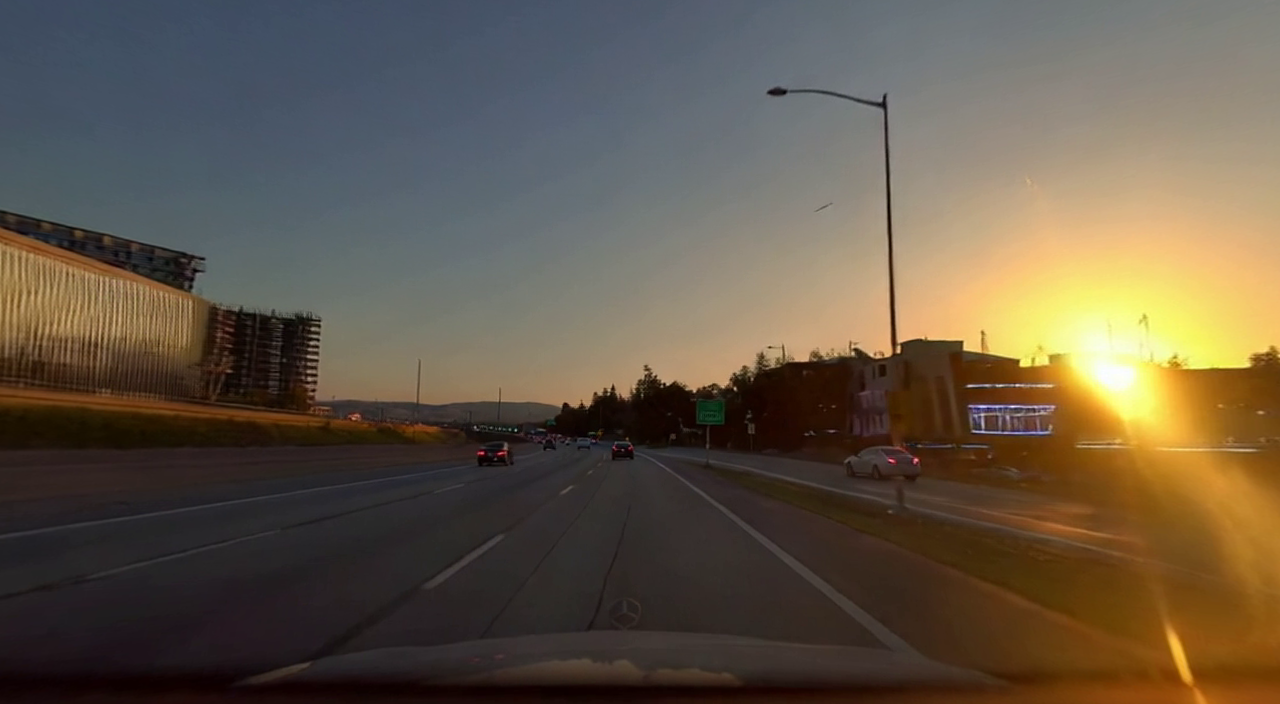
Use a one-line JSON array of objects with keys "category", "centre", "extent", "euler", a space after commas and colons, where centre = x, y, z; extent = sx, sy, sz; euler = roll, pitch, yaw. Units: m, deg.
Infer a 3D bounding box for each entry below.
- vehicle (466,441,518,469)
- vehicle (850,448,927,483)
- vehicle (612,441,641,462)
[{"category": "vehicle", "centre": [-8.372, 5.854, 36.156], "extent": [2.009, 1.454, 4.250], "euler": [0, -9, -1]}, {"category": "vehicle", "centre": [13.739, 6.269, 35.194], "extent": [2.023, 1.782, 4.193], "euler": [1, -9, -10]}, {"category": "vehicle", "centre": [-1.065, 7.349, 46.746], "extent": [2.038, 1.414, 4.357], "euler": [0, -9, -2]}]
